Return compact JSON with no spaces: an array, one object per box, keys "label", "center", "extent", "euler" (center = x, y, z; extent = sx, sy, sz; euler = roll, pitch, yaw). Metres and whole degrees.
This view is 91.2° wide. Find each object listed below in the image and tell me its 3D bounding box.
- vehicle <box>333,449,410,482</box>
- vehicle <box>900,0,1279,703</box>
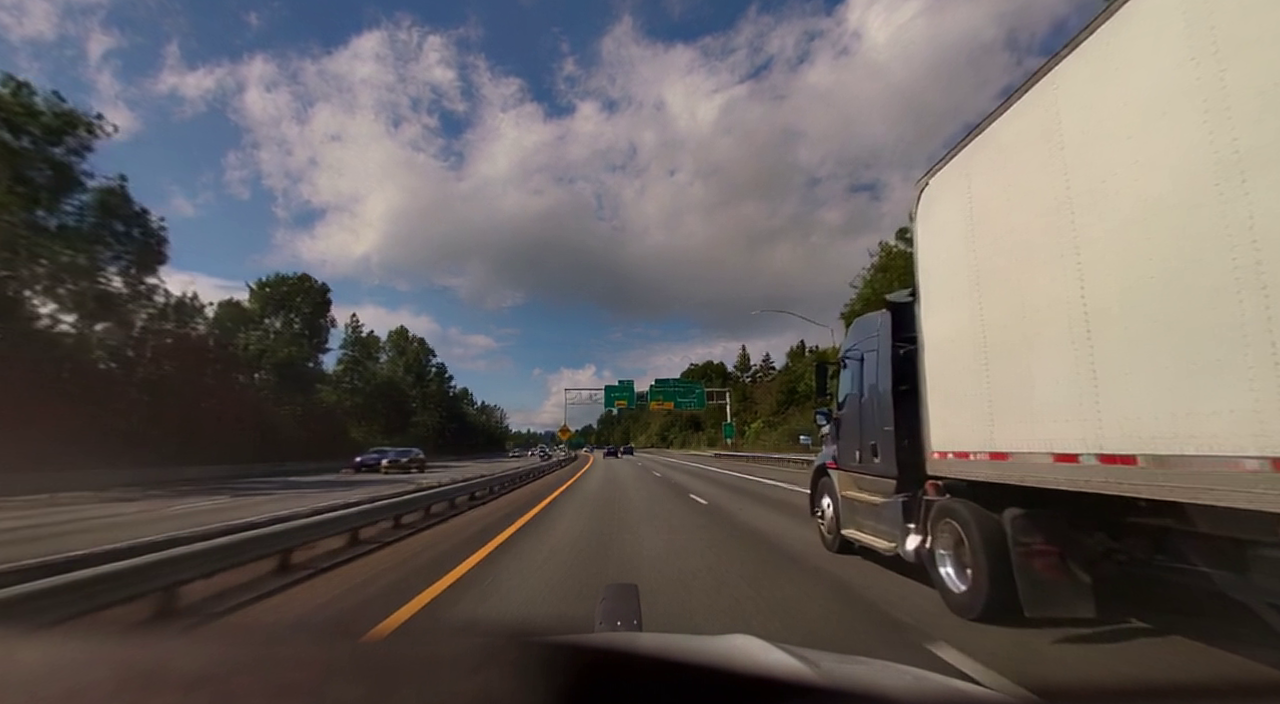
[{"label":"vehicle","center":[-13.010,5.488,30.683],"extent":[1.815,1.471,4.333],"euler":[0,-9,0]},{"label":"vehicle","center":[4.282,-0.539,0.970],"extent":[3.016,3.971,10.405],"euler":[0,-9,-1]}]
